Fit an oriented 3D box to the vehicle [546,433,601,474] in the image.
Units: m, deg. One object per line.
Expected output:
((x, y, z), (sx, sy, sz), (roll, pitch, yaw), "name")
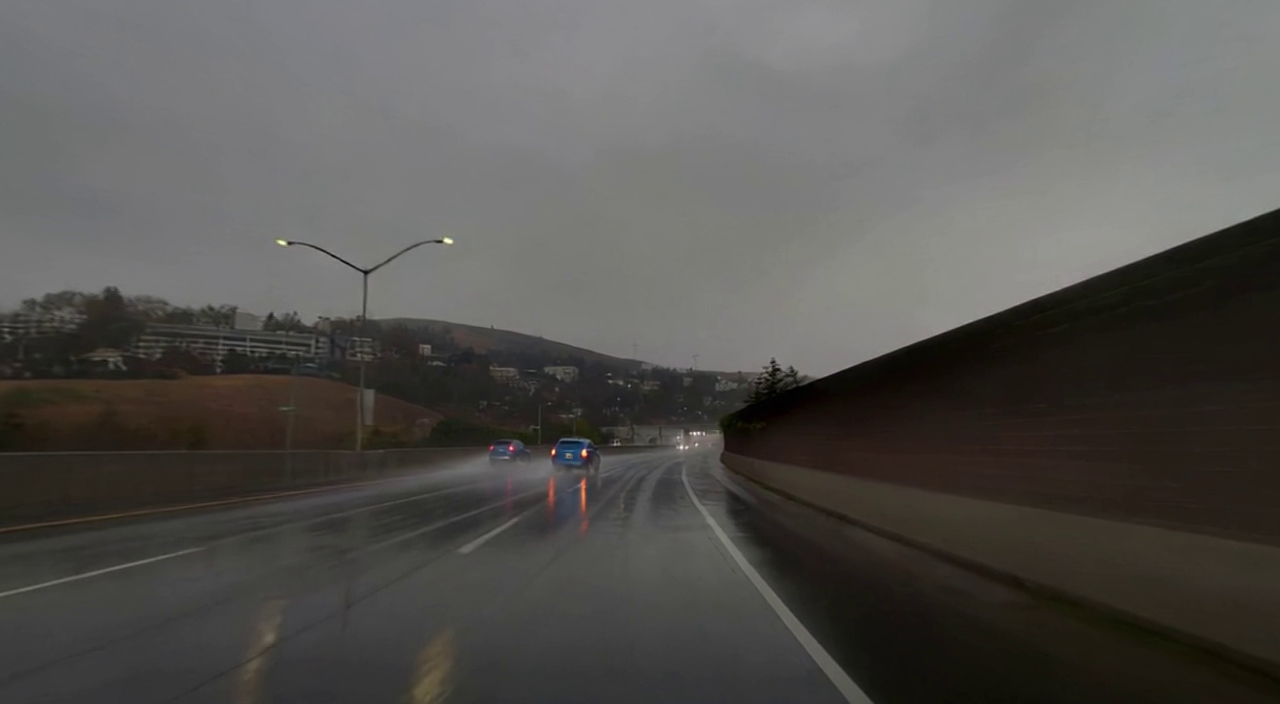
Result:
((-3.077, 4.821, 30.134), (2.028, 1.782, 4.150), (-1, -8, 3), "vehicle")

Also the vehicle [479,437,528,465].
((-9.152, 6.652, 42.623), (2.039, 1.746, 4.528), (-1, -8, 4), "vehicle")
